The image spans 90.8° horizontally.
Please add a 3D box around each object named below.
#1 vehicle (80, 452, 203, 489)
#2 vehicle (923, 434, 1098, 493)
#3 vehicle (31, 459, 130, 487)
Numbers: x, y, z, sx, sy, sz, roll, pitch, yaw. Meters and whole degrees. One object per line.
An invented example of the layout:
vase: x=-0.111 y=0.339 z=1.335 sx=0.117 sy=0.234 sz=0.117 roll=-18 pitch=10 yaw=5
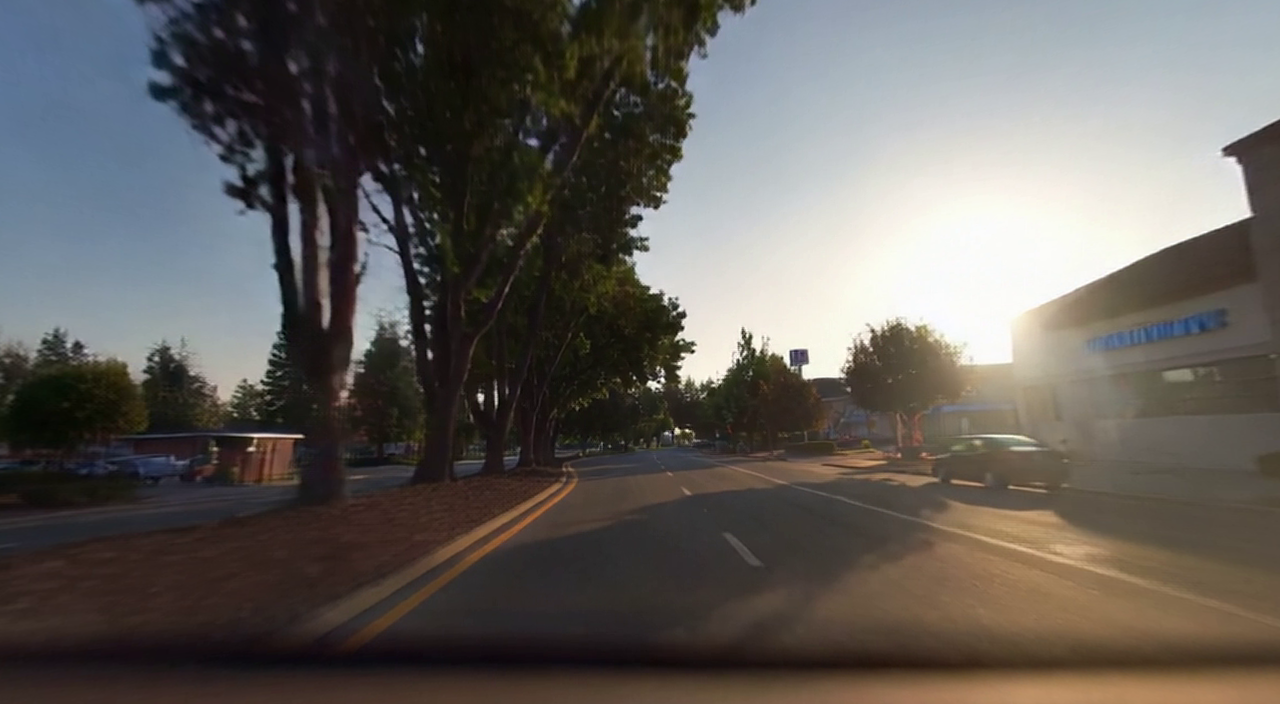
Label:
vehicle: x=-30.540 y=7.225 z=39.128 sx=2.326 sy=1.944 sz=6.466 roll=1 pitch=-8 yaw=0
vehicle: x=10.212 y=3.096 z=17.968 sx=2.034 sy=1.437 sz=4.728 roll=0 pitch=-8 yaw=-1
vehicle: x=-33.457 y=7.228 z=37.945 sx=2.048 sy=1.422 sz=4.179 roll=0 pitch=-8 yaw=1
